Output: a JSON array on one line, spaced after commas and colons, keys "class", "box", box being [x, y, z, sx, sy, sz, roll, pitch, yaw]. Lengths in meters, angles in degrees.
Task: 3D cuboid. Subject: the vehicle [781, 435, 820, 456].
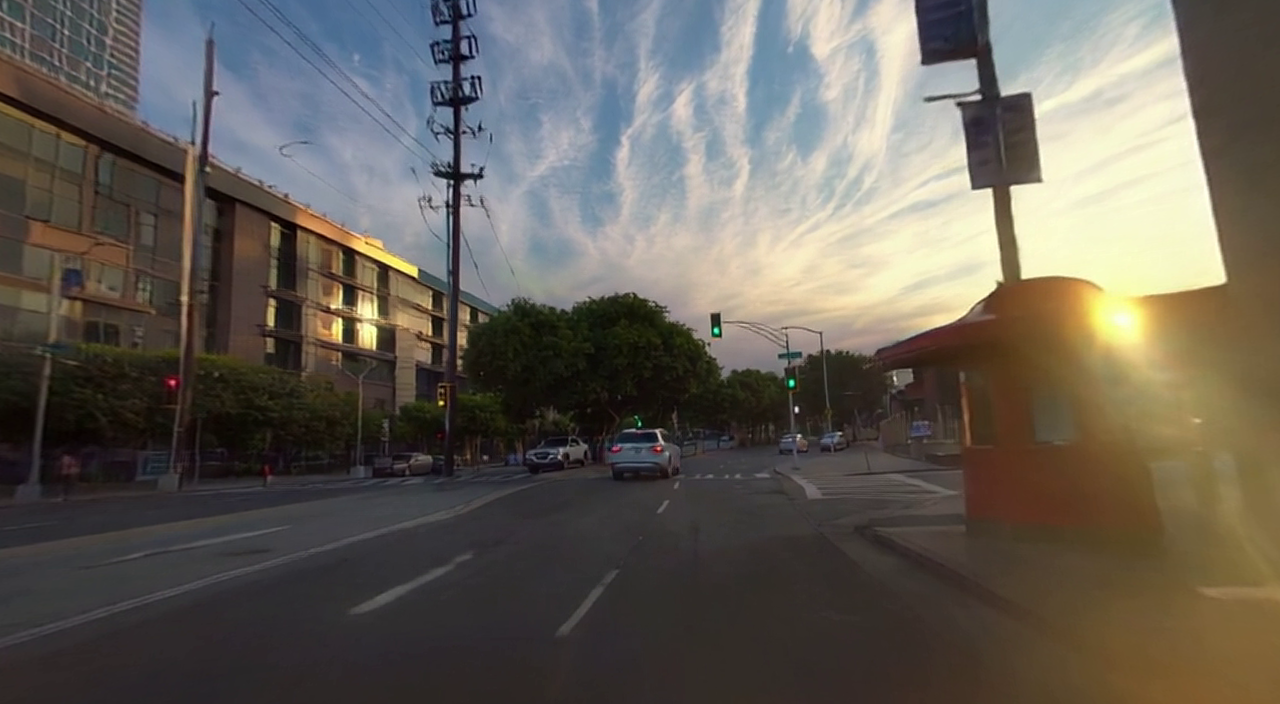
[{"class": "vehicle", "box": [11.890, 6.897, 46.671, 2.006, 1.470, 4.099, -4, -9, 25]}]

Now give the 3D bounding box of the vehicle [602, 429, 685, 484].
[{"class": "vehicle", "box": [0.253, 3.643, 22.311, 2.101, 1.721, 4.364, -2, -9, 11]}]

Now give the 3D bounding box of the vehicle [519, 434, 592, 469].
[{"class": "vehicle", "box": [-4.308, 5.210, 33.143, 2.017, 1.684, 4.483, -3, -9, 18]}]
